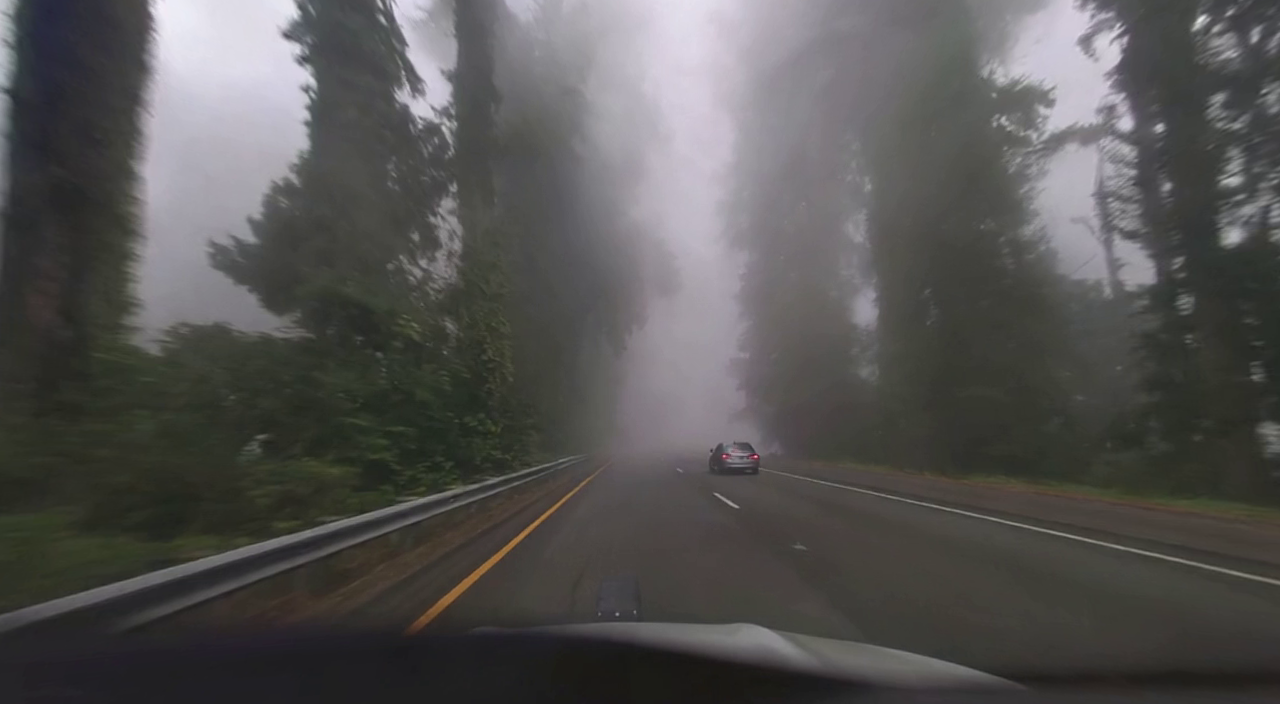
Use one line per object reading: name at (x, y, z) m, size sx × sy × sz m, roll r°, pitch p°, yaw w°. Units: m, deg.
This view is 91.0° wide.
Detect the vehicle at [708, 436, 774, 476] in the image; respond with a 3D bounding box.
vehicle at (4.178, 4.400, 26.879) m, size 1.905 × 1.525 × 4.719 m, roll 0°, pitch -8°, yaw -2°
